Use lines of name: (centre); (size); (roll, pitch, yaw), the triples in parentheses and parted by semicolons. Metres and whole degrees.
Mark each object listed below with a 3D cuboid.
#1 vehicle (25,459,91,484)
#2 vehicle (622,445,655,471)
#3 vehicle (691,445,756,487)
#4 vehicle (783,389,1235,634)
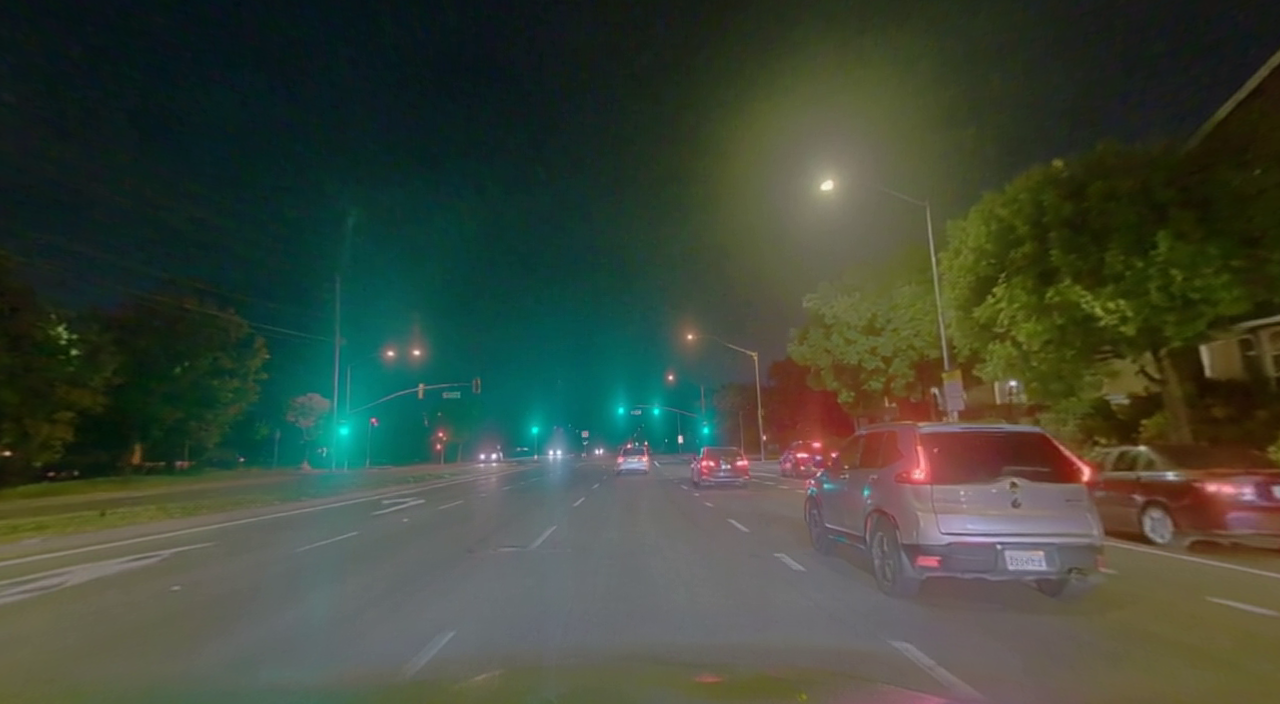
vehicle: (-38.337, 7.840, 41.431); (4.260, 1.501, 1.892); (-5, -10, 30)
vehicle: (-0.131, 7.263, 43.330); (2.146, 1.685, 4.003); (0, -9, 0)
vehicle: (3.086, 4.322, 24.105); (1.889, 1.451, 4.180); (0, -9, -1)
vehicle: (3.208, 1.506, 6.938); (2.129, 1.761, 4.610); (0, -9, 0)
